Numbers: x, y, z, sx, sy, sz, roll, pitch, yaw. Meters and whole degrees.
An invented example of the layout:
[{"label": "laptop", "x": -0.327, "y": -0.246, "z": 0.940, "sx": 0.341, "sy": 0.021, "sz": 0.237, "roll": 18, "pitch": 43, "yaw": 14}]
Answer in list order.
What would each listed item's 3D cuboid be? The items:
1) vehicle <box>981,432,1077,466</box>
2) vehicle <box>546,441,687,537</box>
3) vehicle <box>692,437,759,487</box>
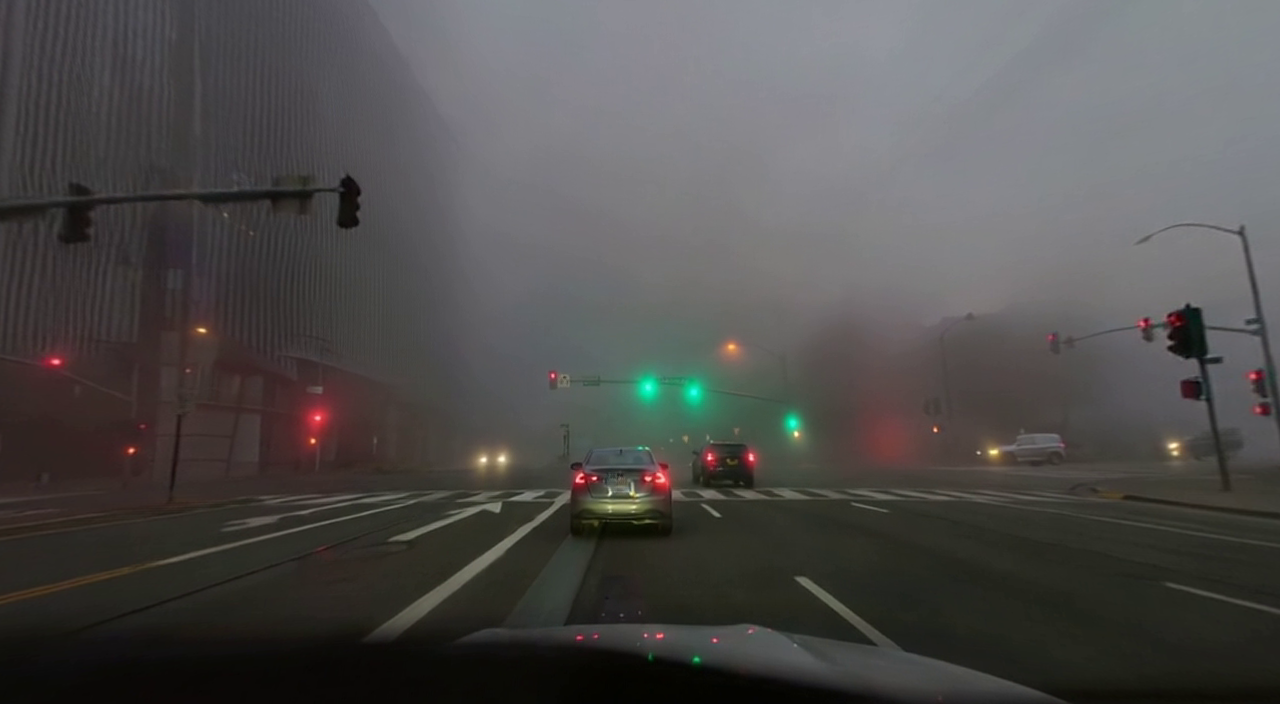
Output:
[{"label": "vehicle", "x": 24.070, "y": 6.035, "z": 39.230, "sx": 4.384, "sy": 2.000, "sz": 2.345, "roll": 1, "pitch": -10, "yaw": -4}, {"label": "vehicle", "x": -0.395, "y": 2.379, "z": 11.679, "sx": 2.144, "sy": 1.398, "sz": 3.963, "roll": 1, "pitch": -8, "yaw": -1}, {"label": "vehicle", "x": 3.343, "y": 4.358, "z": 25.500, "sx": 2.078, "sy": 1.799, "sz": 4.089, "roll": 1, "pitch": -8, "yaw": -1}]
